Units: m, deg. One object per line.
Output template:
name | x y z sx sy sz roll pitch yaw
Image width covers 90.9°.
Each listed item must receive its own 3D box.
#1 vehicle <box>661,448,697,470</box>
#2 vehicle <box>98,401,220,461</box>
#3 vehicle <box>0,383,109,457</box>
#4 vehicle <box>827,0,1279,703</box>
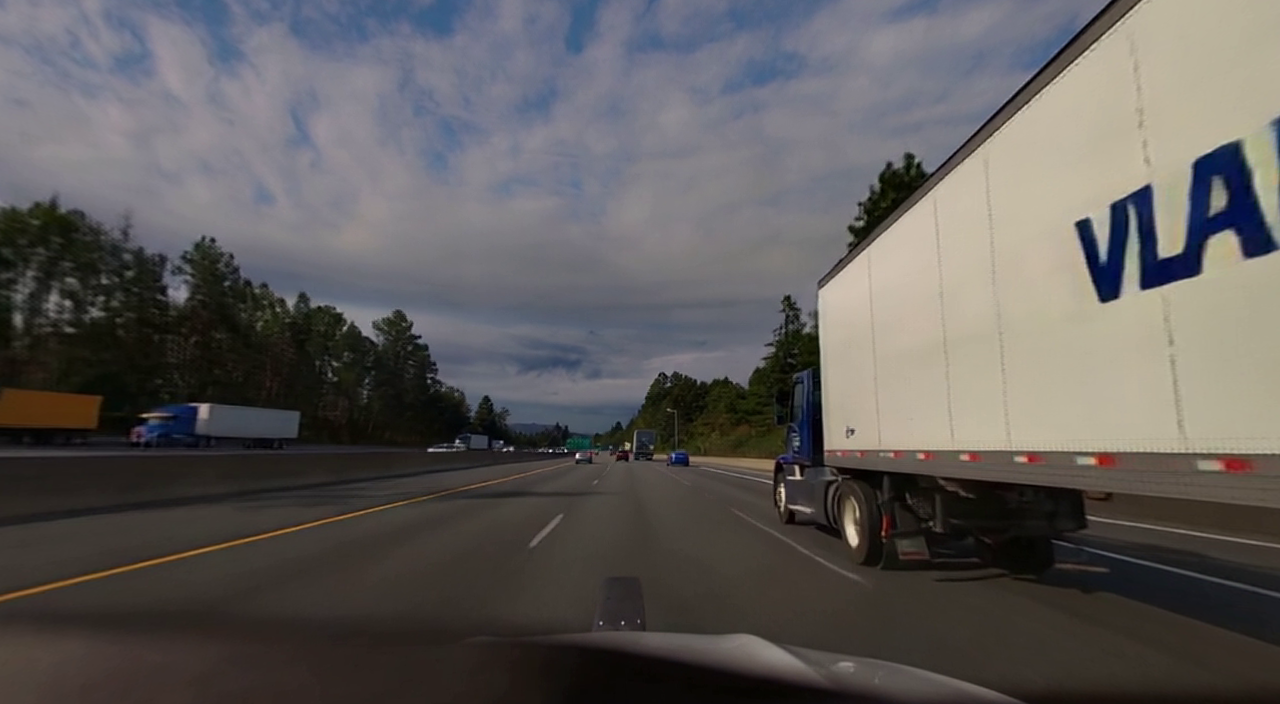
vehicle | 2.978 8.369 49.389 2.246 1.583 4.813 0 -9 -3
vehicle | -34.061 5.724 45.069 2.964 3.947 6.858 0 -9 2
vehicle | -34.509 3.775 34.185 2.721 3.792 9.308 -1 -9 4
vehicle | 4.268 -0.332 1.813 2.847 4.075 14.244 0 -9 -1
